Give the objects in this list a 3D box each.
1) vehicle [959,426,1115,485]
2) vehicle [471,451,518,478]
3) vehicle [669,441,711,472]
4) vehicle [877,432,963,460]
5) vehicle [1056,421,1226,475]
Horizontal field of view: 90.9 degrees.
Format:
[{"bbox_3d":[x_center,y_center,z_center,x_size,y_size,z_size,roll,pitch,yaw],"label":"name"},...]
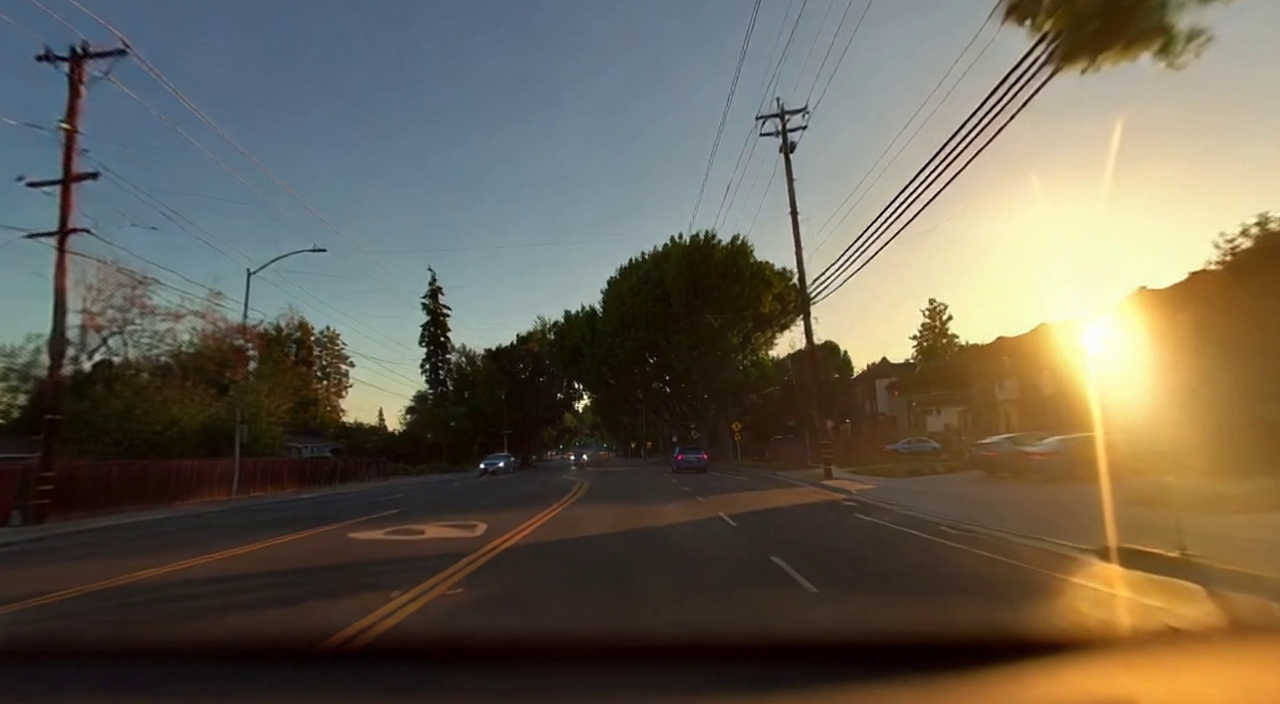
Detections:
[{"bbox_3d":[12.247,3.250,19.931,1.970,1.561,4.725,-2,-9,3],"label":"vehicle"},{"bbox_3d":[-9.748,7.534,42.521,2.050,1.536,4.537,-4,-9,0],"label":"vehicle"},{"bbox_3d":[3.195,6.771,41.101,2.144,1.843,4.827,0,-9,-3],"label":"vehicle"},{"bbox_3d":[18.278,6.166,41.142,4.766,1.493,2.076,-9,-11,30],"label":"vehicle"},{"bbox_3d":[15.954,3.104,20.438,1.747,1.405,4.372,-4,-8,-2],"label":"vehicle"}]
